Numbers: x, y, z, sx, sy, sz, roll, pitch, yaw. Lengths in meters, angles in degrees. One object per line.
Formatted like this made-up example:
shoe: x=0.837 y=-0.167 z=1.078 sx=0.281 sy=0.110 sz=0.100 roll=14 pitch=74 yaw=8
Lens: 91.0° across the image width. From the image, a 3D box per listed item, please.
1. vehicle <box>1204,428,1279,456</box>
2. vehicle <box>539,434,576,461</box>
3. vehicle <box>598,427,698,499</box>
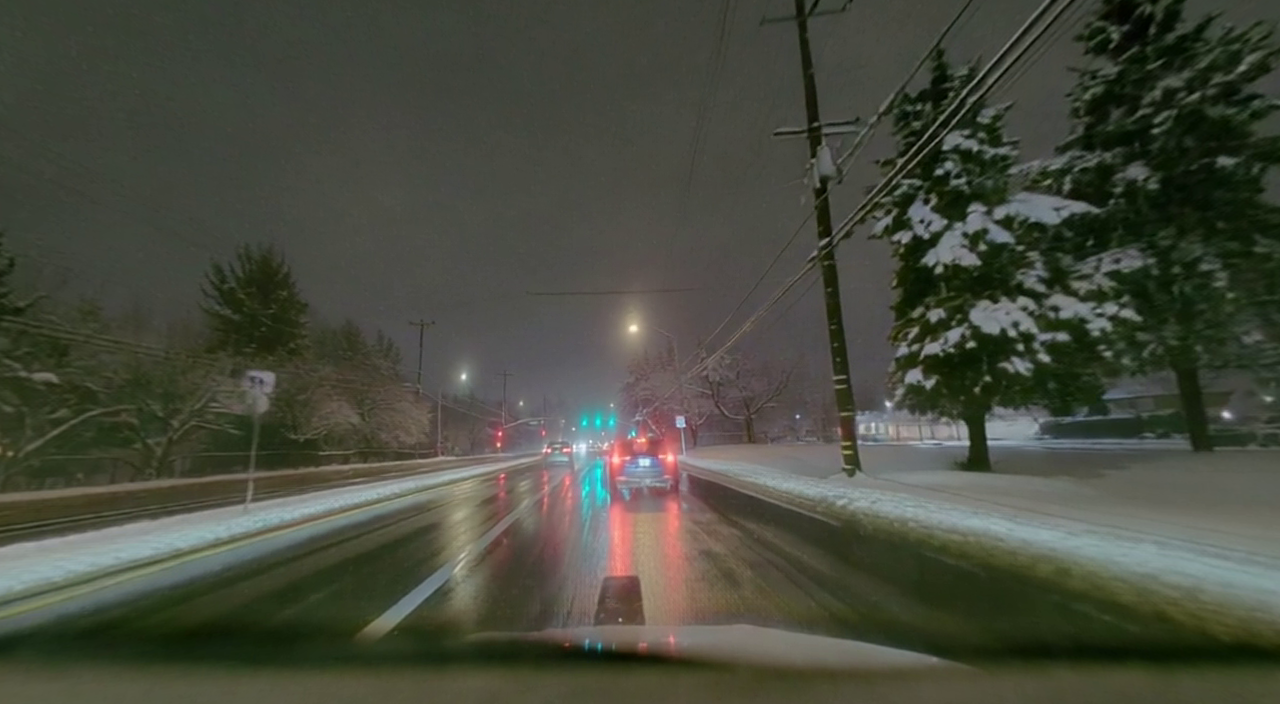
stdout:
vehicle: x=34.659 y=4.998 z=35.066 sx=1.867 sy=1.471 sz=4.788 roll=0 pitch=-8 yaw=-2
vehicle: x=-5.713 y=6.637 z=43.898 sx=2.189 sy=1.776 sz=4.342 roll=0 pitch=-8 yaw=-3
vehicle: x=0.024 y=2.837 z=16.609 sx=2.235 sy=1.597 sz=4.918 roll=0 pitch=-8 yaw=-4
